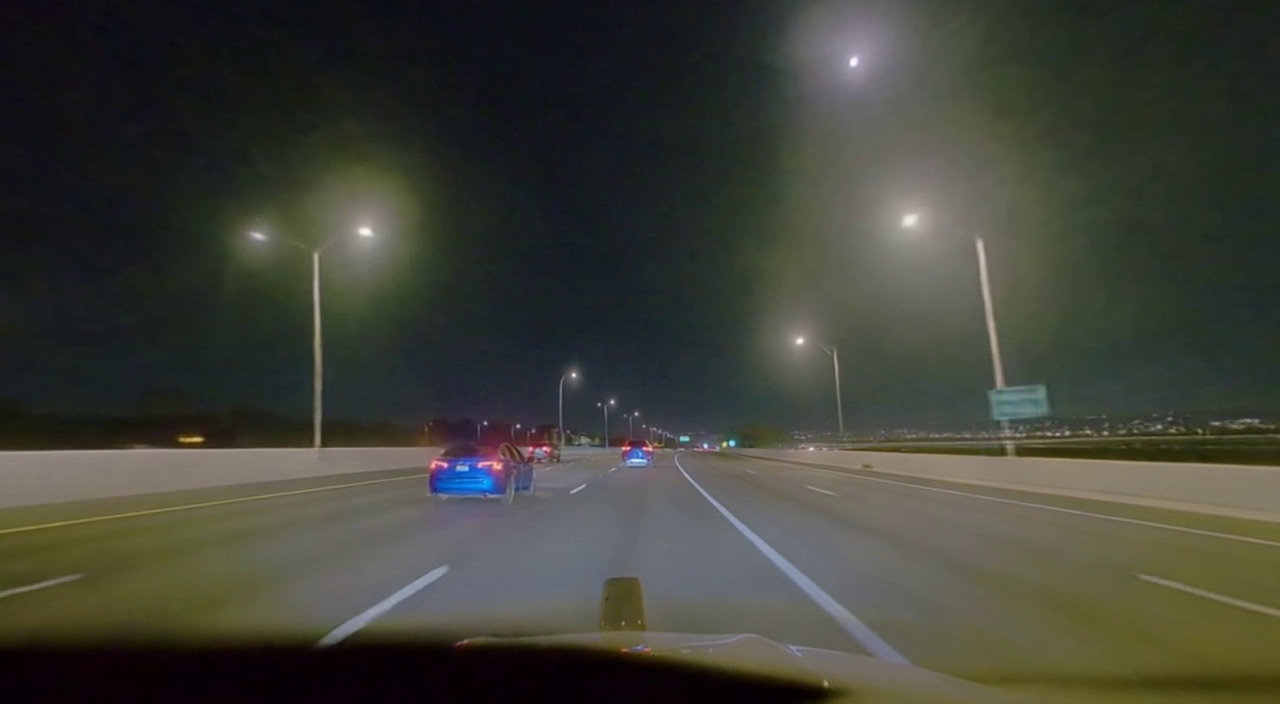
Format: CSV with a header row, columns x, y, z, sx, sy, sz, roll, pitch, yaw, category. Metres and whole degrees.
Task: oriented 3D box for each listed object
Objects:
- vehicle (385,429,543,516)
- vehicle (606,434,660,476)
x,y,z,sx,sy,sz,roll,pitch,yaw,category
-3.664,2.606,14.101,2.124,1.607,4.531,0,-9,2,vehicle
-0.246,4.460,27.372,2.155,1.690,4.318,0,-9,1,vehicle
